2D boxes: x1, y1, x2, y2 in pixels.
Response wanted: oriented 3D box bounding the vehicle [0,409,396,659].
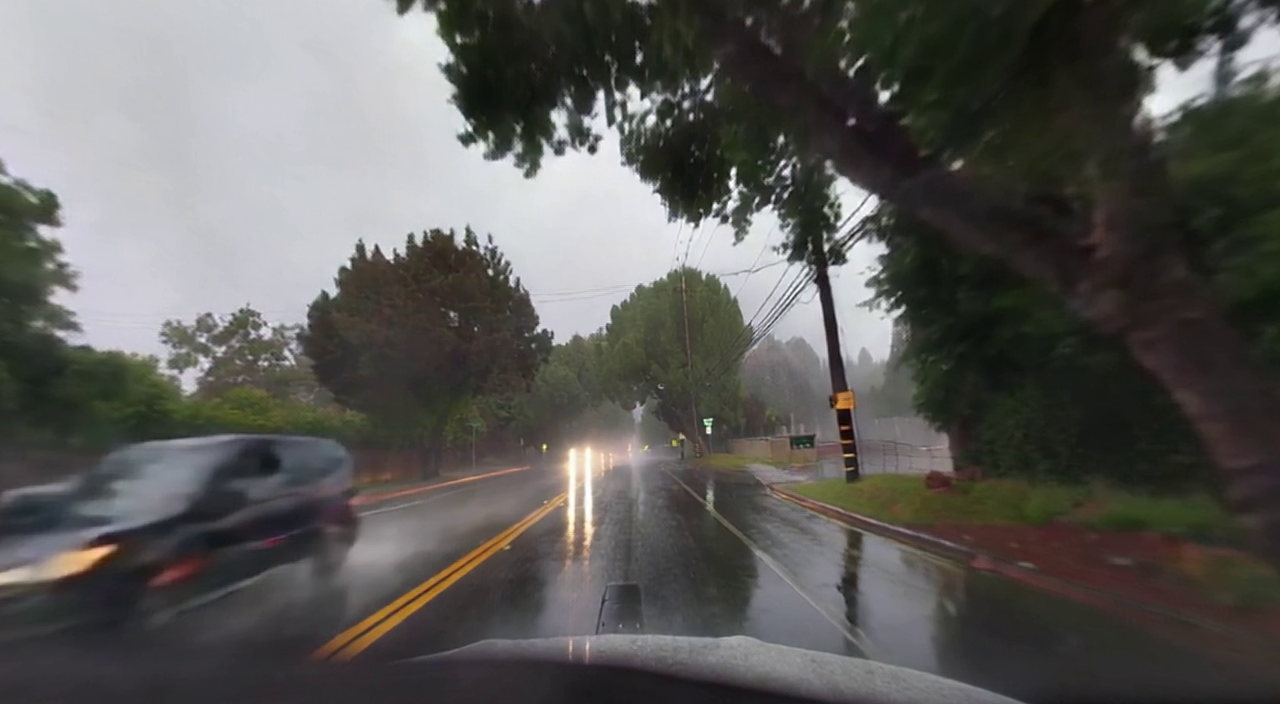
[{"bbox_3d":[-4.409,1.597,6.611,2.008,1.730,4.243,0,-9,0],"label":"vehicle"}]
